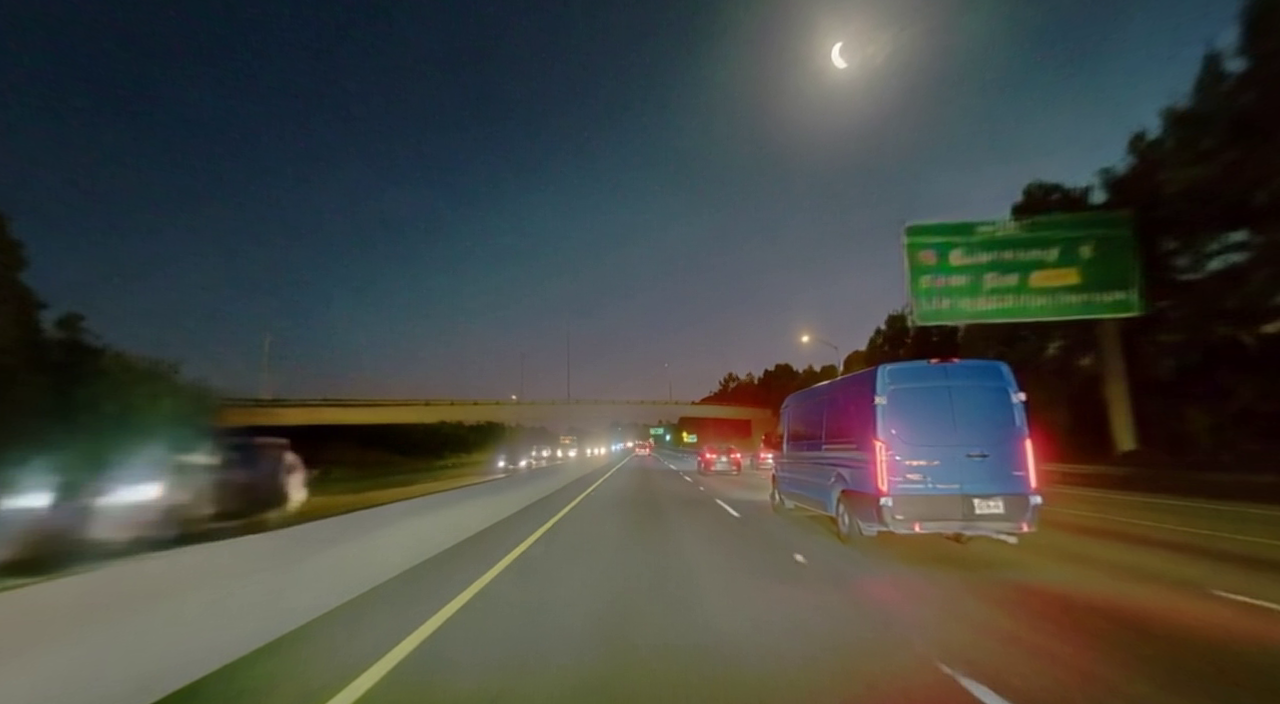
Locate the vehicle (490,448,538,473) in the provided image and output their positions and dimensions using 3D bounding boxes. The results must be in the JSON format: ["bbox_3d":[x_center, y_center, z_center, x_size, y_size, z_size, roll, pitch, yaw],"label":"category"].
[{"bbox_3d":[-7.641,6.601,38.623,1.947,1.385,4.291,0,-9,1],"label":"vehicle"}]

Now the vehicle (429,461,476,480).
[{"bbox_3d":[-11.442,7.239,38.845,1.563,1.002,4.410,0,-9,0],"label":"vehicle"}]

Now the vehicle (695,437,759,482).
[{"bbox_3d":[3.565,4.507,26.583,2.009,1.731,4.149,0,-9,-1],"label":"vehicle"}]

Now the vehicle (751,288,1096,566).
[{"bbox_3d":[3.776,1.334,10.616,2.460,3.155,6.902,0,-9,-1],"label":"vehicle"}]

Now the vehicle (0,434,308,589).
[{"bbox_3d":[-8.013,2.351,10.428,1.909,1.821,5.661,0,-9,0],"label":"vehicle"}]
